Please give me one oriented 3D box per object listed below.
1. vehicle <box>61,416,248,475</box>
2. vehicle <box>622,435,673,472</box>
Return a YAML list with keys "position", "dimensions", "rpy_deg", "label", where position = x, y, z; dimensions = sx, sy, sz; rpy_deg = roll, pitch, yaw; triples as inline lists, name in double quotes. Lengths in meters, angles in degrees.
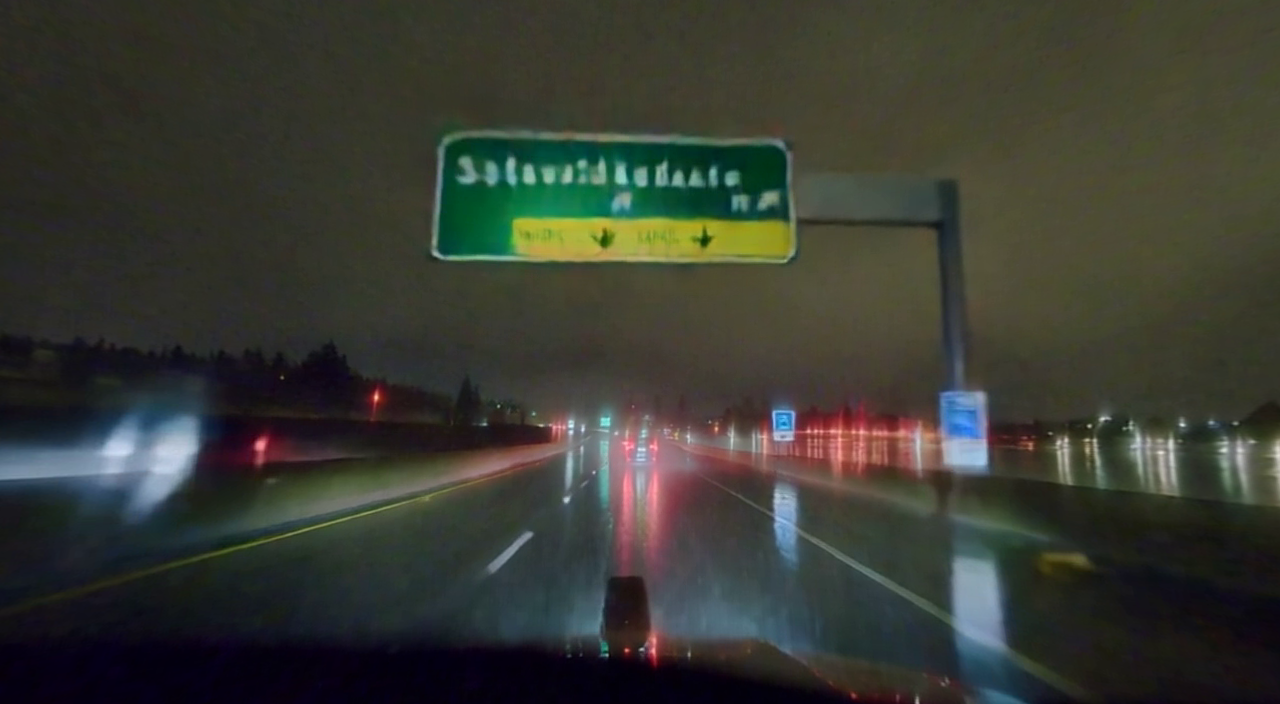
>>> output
- position: [-14.411, 2.822, 19.112]
  dimensions: [1.880, 1.535, 4.651]
  rpy_deg: [0, -8, 1]
  label: "vehicle"
- position: [0.324, 4.519, 28.260]
  dimensions: [2.130, 1.512, 4.057]
  rpy_deg: [0, -8, 0]
  label: "vehicle"
